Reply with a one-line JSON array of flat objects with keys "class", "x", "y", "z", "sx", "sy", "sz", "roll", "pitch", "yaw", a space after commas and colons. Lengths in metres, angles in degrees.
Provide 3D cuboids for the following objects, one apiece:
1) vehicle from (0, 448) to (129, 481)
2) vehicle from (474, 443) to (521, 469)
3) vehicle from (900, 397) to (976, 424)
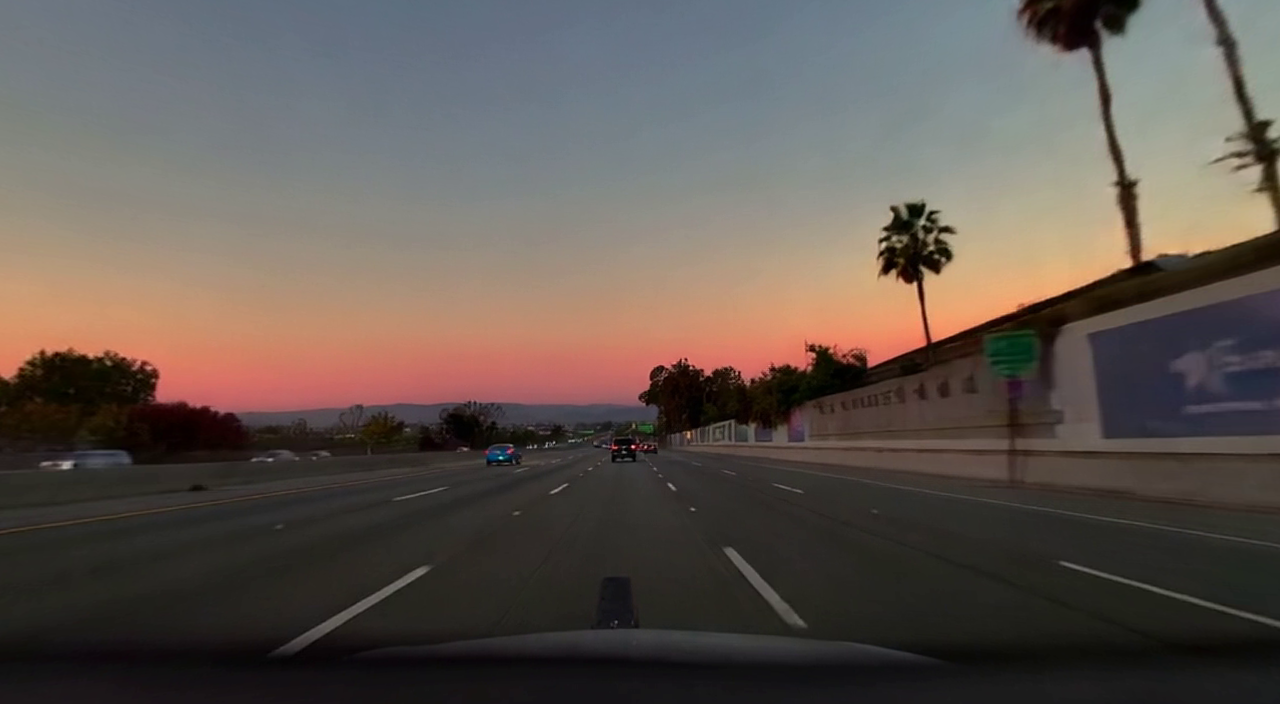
[{"class": "vehicle", "x": -33.519, "y": 6.497, "z": 37.008, "sx": 2.171, "sy": 1.758, "sz": 5.944, "roll": 0, "pitch": -9, "yaw": 0}, {"class": "vehicle", "x": -8.833, "y": 6.487, "z": 39.559, "sx": 1.971, "sy": 1.552, "sz": 4.465, "roll": 0, "pitch": -9, "yaw": -1}, {"class": "vehicle", "x": 17.205, "y": 3.398, "z": 36.560, "sx": 3.539, "sy": 1.395, "sz": 1.688, "roll": 0, "pitch": -9, "yaw": -1}]
